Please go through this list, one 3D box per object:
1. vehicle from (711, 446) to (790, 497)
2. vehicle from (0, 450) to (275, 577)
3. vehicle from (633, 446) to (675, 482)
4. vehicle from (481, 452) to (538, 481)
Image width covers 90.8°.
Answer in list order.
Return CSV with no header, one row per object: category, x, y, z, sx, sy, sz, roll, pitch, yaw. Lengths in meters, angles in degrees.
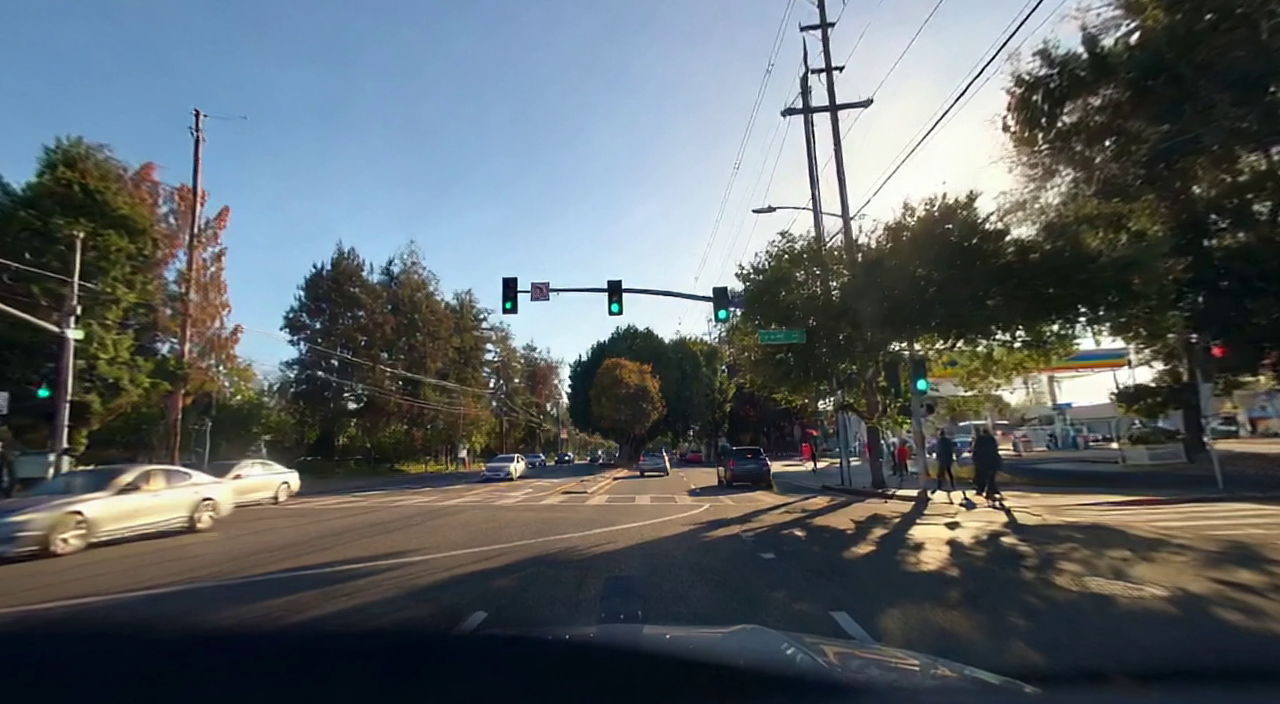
vehicle,3.795,4.172,22.445,1.990,1.592,4.294,-1,-9,0
vehicle,-8.070,2.333,9.956,2.031,1.512,4.207,-1,-9,2
vehicle,0.780,6.109,34.743,2.163,1.825,4.073,-1,-9,1
vehicle,-7.480,6.611,36.727,2.109,1.525,4.562,-1,-9,3
